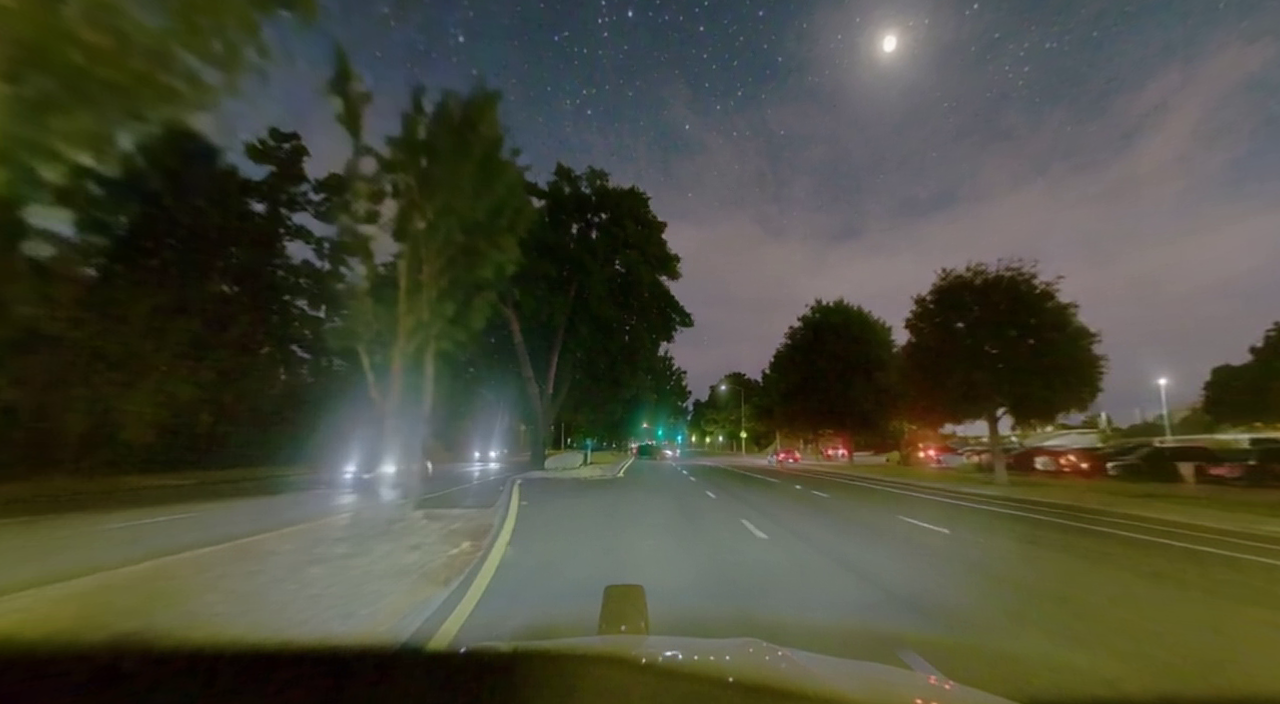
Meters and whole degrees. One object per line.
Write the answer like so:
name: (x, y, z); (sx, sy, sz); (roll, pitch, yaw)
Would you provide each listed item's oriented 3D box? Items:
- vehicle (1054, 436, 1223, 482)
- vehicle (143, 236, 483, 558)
vehicle: (21.363, 4.589, 27.186); (5.374, 1.825, 2.157); (0, -8, 0)
vehicle: (-4.202, 0.712, 9.157); (3.008, 3.786, 3.422); (0, -8, -3)
